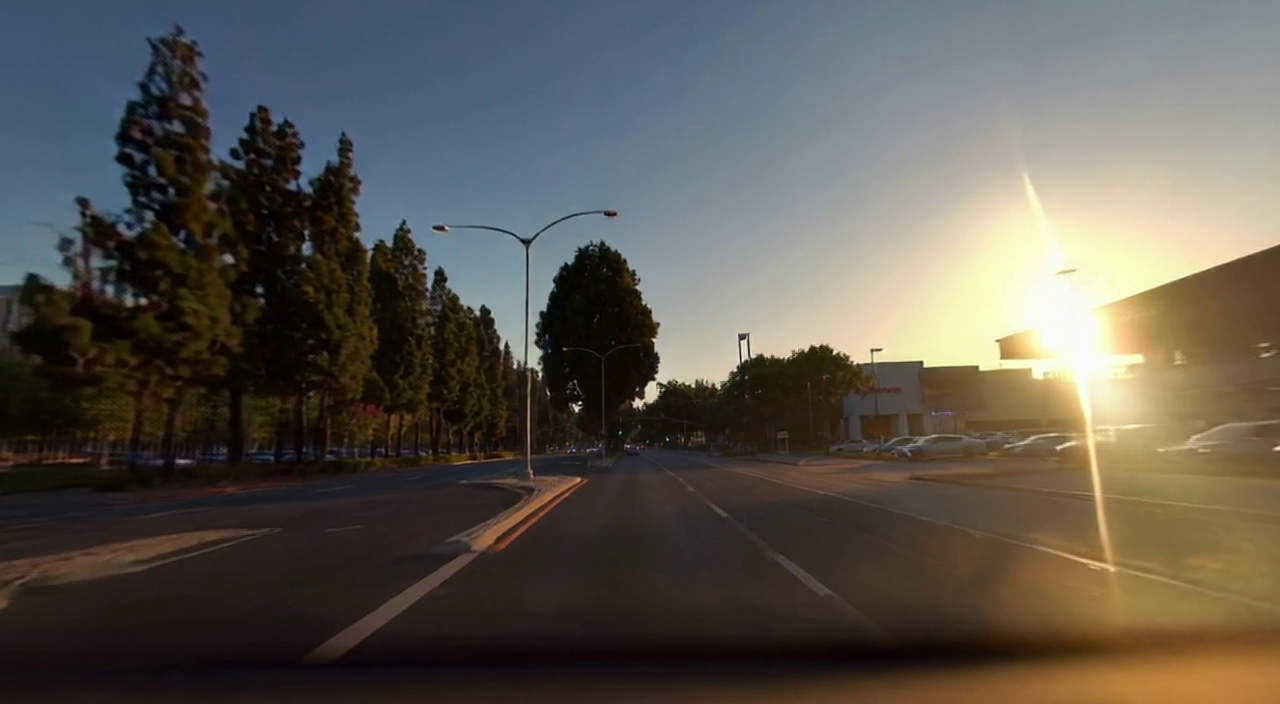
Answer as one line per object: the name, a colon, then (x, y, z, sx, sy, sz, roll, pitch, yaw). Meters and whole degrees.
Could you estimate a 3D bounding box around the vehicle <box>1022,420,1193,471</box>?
vehicle: (17.204, 3.510, 23.742, 2.196, 1.667, 5.262, 0, -8, -3)

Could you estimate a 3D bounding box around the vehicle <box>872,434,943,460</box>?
vehicle: (18.258, 6.464, 43.109, 4.493, 1.632, 1.985, 4, -10, -28)

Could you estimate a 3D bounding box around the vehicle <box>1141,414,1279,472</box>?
vehicle: (17.427, 2.658, 18.486, 1.841, 1.471, 4.367, -2, -9, -1)

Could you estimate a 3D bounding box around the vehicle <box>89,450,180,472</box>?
vehicle: (-36.894, 7.939, 46.211, 1.861, 1.463, 4.791, -6, -10, 35)

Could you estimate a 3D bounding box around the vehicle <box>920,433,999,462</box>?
vehicle: (18.948, 5.634, 37.413, 4.515, 1.606, 1.910, 5, -10, -30)
